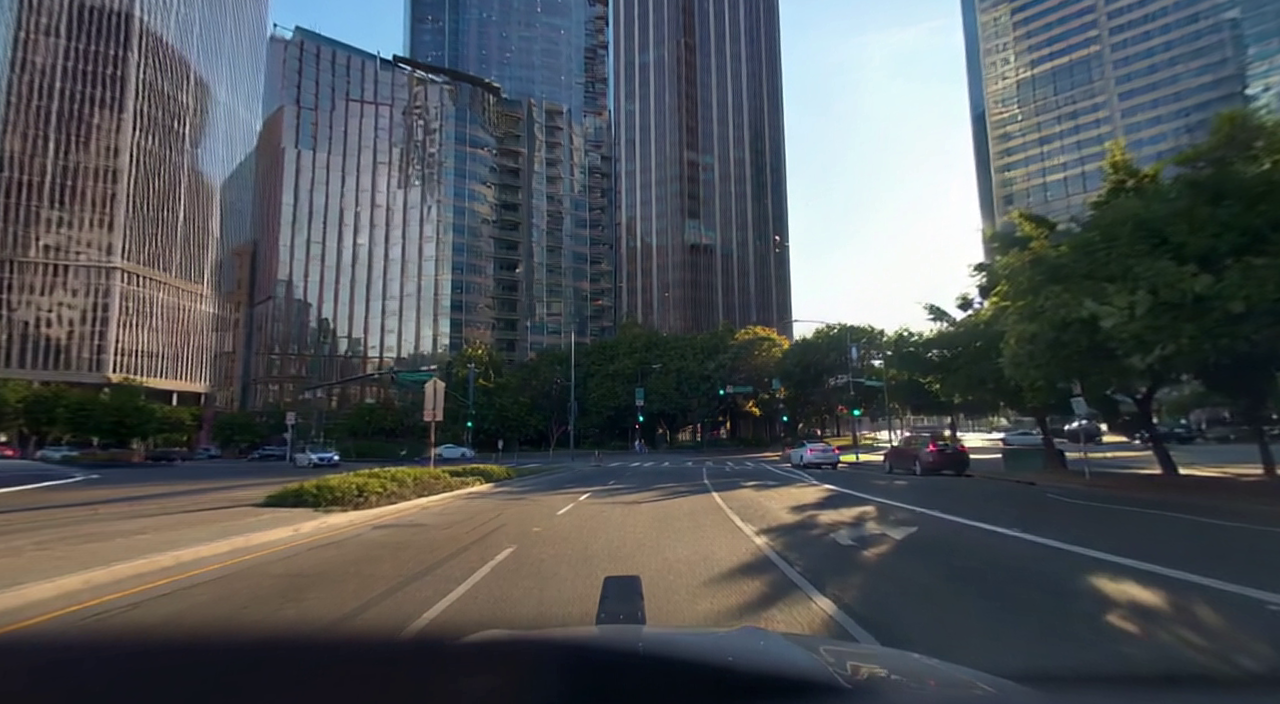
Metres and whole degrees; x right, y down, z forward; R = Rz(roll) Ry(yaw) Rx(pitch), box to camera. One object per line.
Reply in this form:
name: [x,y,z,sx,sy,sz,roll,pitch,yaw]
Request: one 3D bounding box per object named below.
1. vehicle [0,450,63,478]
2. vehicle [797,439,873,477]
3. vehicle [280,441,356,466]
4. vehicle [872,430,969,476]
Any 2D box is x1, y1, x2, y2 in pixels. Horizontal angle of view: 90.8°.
vehicle: [-34.672,6.099,34.470,4.417,1.448,1.907,0,-9,0]
vehicle: [8.361,4.570,27.615,1.936,1.489,4.885,-1,-9,2]
vehicle: [-25.027,7.900,49.213,4.779,1.910,2.125,-1,-9,7]
vehicle: [11.919,4.336,27.274,2.027,1.810,4.854,0,-9,1]
